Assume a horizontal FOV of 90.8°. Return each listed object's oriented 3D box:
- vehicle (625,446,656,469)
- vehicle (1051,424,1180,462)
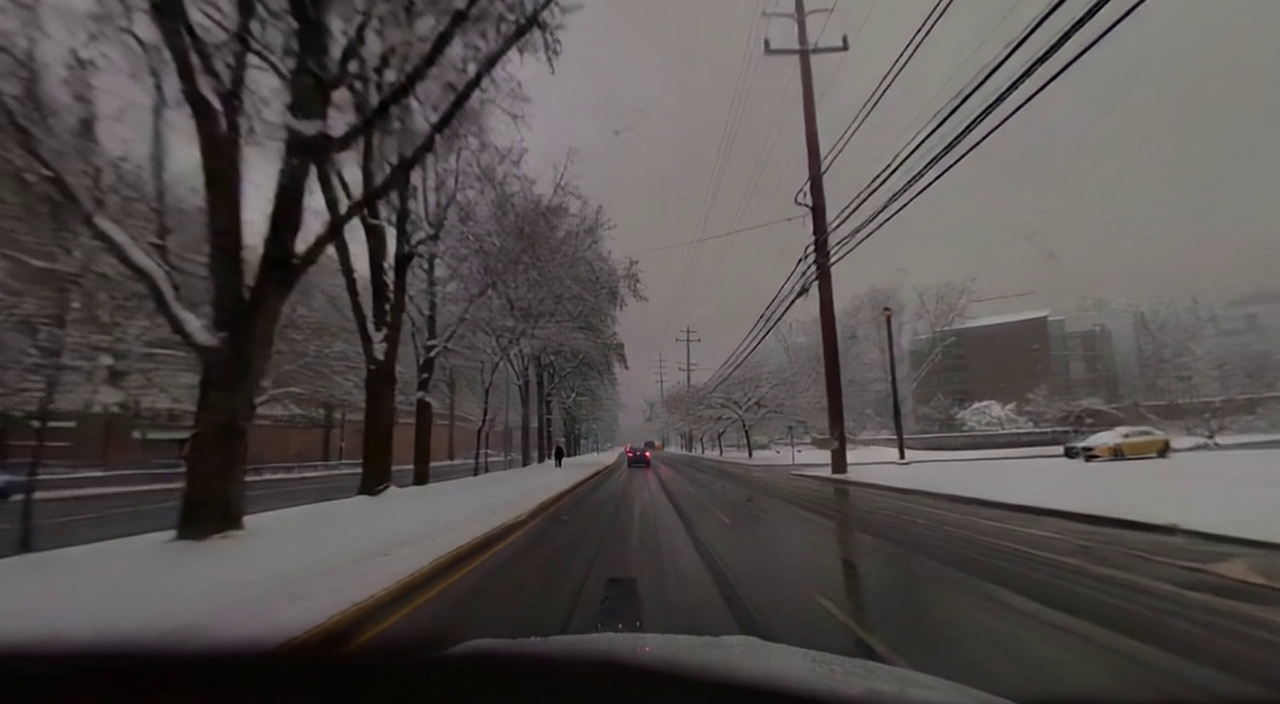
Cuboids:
[{"bbox_3d":[0.007,7.783,46.775,2.109,1.501,4.042,-1,-8,-1],"label":"vehicle"},{"bbox_3d":[25.919,5.096,34.809,2.189,1.805,5.633,-1,-10,-7],"label":"vehicle"}]
